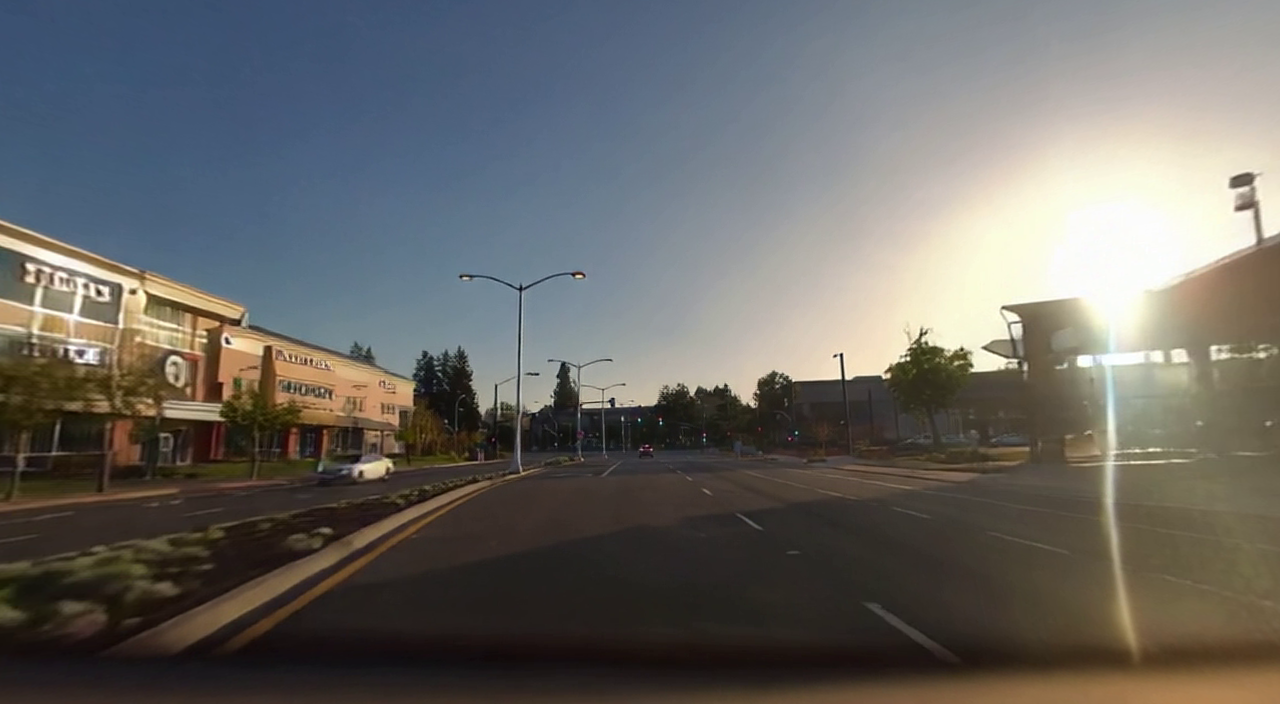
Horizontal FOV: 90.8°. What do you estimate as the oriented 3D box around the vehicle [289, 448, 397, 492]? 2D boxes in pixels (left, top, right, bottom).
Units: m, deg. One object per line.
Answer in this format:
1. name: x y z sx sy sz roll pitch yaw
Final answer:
1. vehicle: -10.938 4.344 23.709 1.929 1.476 4.590 0 -9 -2
